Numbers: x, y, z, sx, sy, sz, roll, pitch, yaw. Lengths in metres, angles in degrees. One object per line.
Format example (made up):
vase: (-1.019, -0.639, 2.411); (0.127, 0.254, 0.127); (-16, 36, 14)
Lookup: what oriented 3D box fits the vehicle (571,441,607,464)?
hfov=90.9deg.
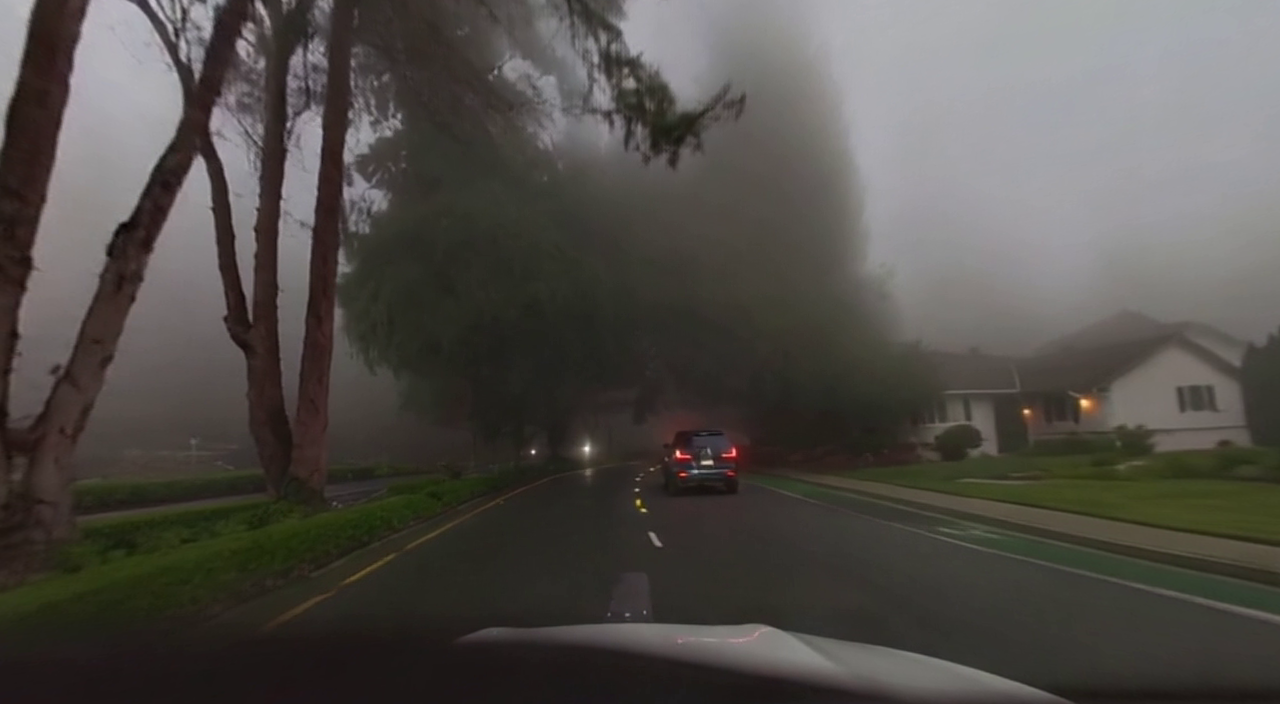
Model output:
vehicle: (-3.956, 7.932, 49.960); (2.063, 1.721, 4.261); (-1, -9, 6)

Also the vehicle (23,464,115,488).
vehicle: (-39.137, 8.503, 43.277); (4.283, 1.478, 2.003); (0, -9, -4)

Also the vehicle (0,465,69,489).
vehicle: (-39.624, 8.107, 40.832); (3.339, 1.383, 1.865); (1, -8, -7)

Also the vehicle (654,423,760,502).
vehicle: (1.626, 2.962, 17.246); (2.141, 1.833, 4.704); (0, -8, -3)
